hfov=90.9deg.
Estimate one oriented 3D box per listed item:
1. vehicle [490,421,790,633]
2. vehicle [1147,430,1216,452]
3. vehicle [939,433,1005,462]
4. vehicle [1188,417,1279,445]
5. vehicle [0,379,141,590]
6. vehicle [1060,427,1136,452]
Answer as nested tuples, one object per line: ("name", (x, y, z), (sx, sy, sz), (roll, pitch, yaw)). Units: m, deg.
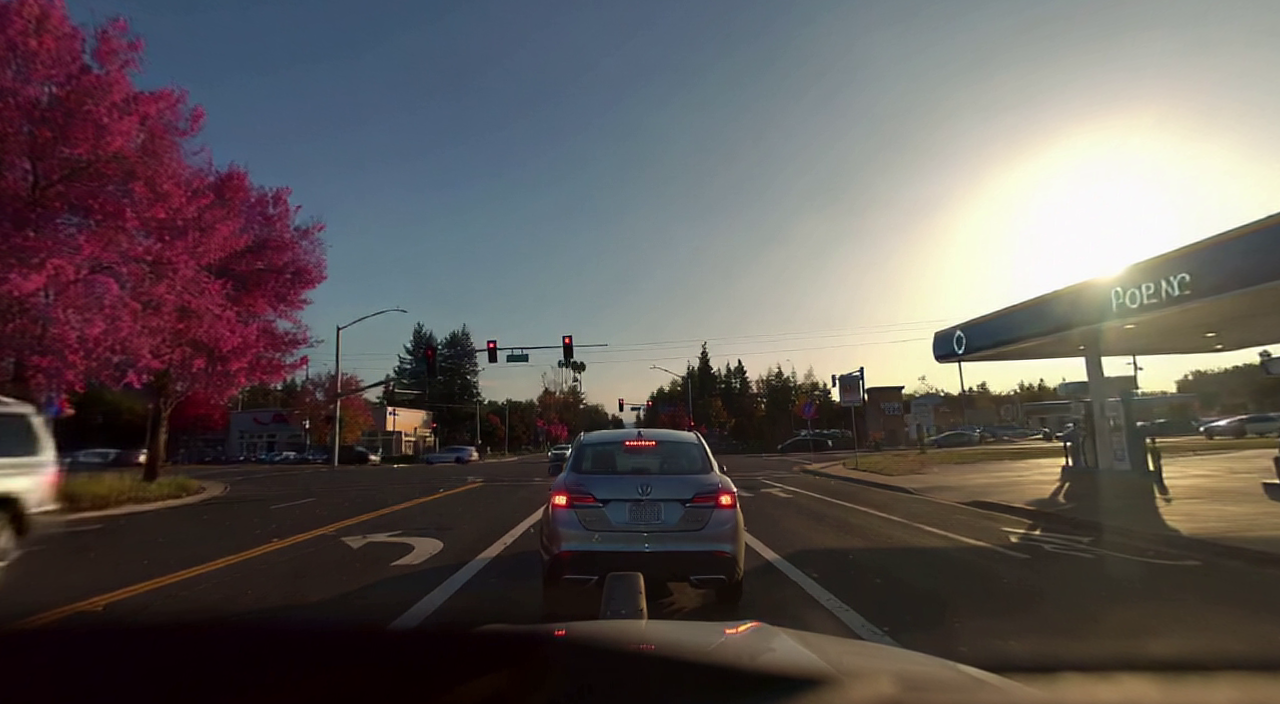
("vehicle", (-0.017, 1.538, 6.557), (2.112, 1.482, 4.057), (0, -8, -1))
("vehicle", (40.948, 6.727, 47.700), (3.573, 1.432, 1.604), (-3, -8, 1))
("vehicle", (18.391, 5.248, 34.853), (2.053, 1.495, 4.091), (-8, -12, 44))
("vehicle", (36.325, 4.874, 38.466), (1.848, 1.581, 4.475), (-1, -8, 3))
("vehicle", (-7.536, 1.192, 5.365), (2.378, 2.084, 5.225), (0, -8, -2))
("vehicle", (34.719, 6.617, 47.867), (4.294, 1.557, 1.744), (-4, -8, 1))
